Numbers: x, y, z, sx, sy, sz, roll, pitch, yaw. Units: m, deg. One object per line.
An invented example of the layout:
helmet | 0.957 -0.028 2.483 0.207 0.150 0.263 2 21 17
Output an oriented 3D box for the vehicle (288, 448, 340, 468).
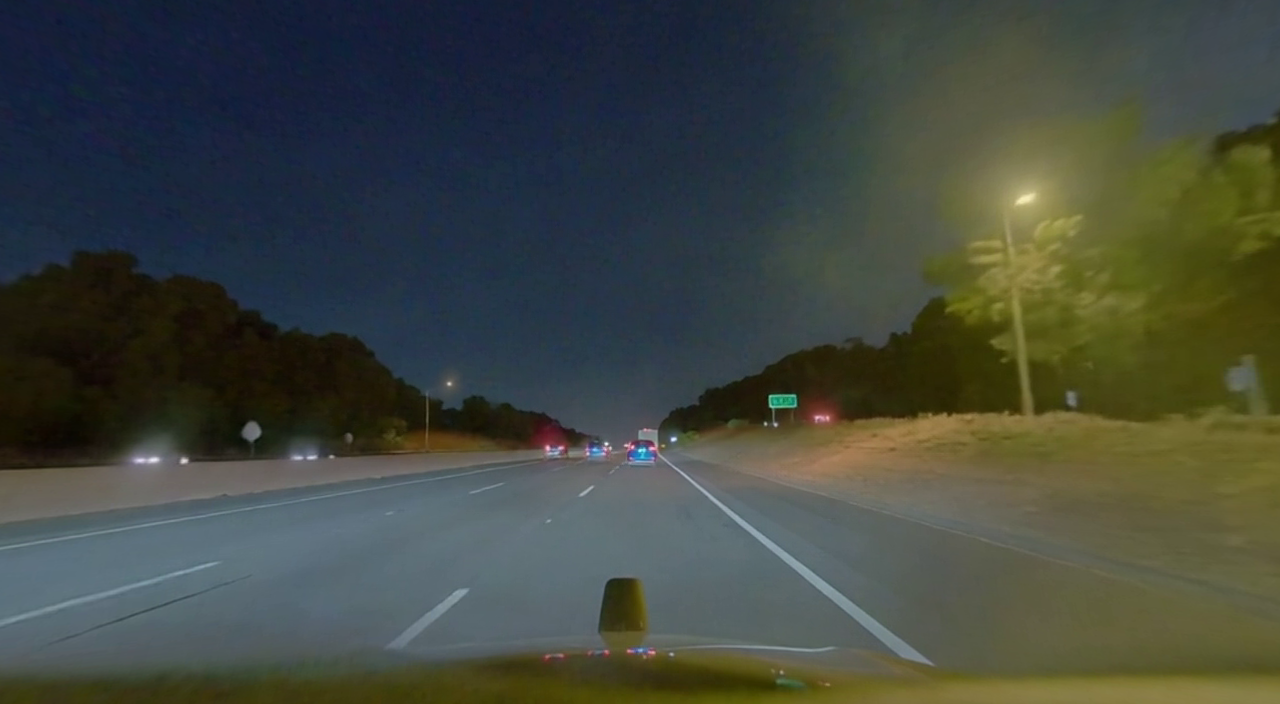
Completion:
vehicle | -24.343 7.893 47.206 1.826 1.366 3.839 0 -8 0

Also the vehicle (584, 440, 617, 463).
vehicle | -2.931 7.520 47.817 2.139 1.589 5.102 -1 -8 1

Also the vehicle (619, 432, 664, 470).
vehicle | 0.101 5.398 34.629 2.309 1.915 5.130 0 -8 1
